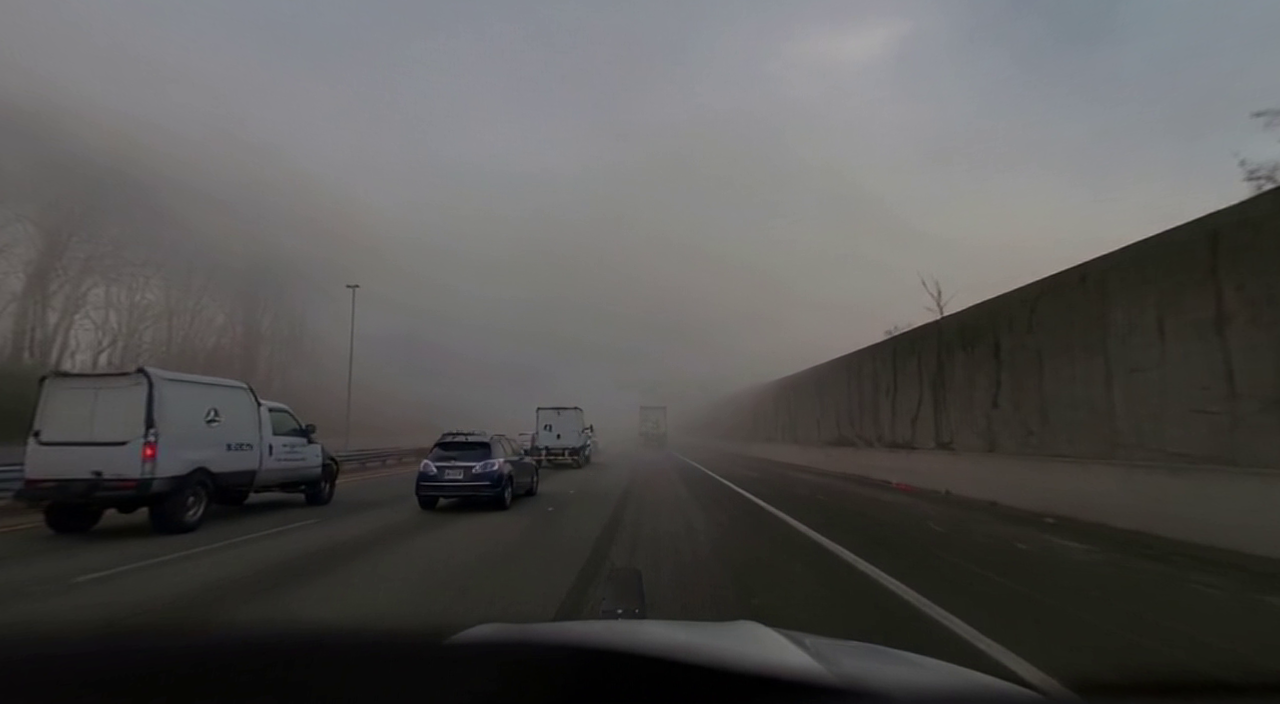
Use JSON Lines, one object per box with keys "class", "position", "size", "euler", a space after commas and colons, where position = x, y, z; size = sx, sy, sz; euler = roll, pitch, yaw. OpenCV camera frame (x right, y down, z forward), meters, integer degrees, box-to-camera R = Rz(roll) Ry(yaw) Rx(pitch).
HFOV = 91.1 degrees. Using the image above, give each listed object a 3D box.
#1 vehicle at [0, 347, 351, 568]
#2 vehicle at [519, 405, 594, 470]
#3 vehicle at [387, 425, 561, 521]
{"class": "vehicle", "position": [-7.130, 1.544, 9.916], "size": [2.386, 2.435, 5.831], "euler": [0, -8, 0]}
{"class": "vehicle", "position": [-3.469, 3.713, 27.254], "size": [2.427, 2.514, 5.159], "euler": [0, -8, 1]}
{"class": "vehicle", "position": [-2.872, 2.180, 11.975], "size": [2.089, 1.485, 4.153], "euler": [0, -8, 2]}
